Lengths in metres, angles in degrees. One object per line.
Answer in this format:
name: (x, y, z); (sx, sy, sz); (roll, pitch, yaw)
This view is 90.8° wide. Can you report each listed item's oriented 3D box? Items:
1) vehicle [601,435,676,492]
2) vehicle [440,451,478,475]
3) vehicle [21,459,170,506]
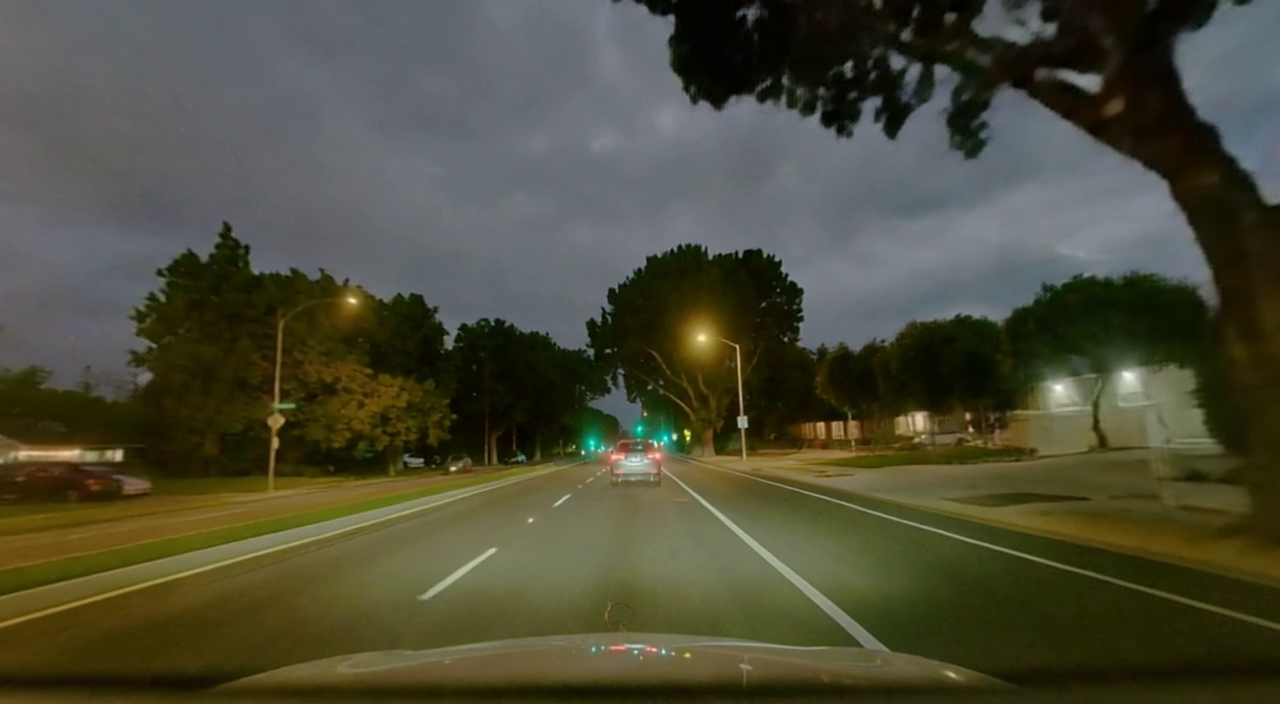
vehicle: (-0.070, 3.578, 20.600); (2.181, 1.639, 4.127); (0, -8, -1)
vehicle: (-13.962, 8.528, 48.839); (1.900, 1.596, 4.142); (-4, -8, -3)
vehicle: (-21.881, 5.246, 25.518); (4.241, 1.500, 1.956); (-4, -8, 0)
